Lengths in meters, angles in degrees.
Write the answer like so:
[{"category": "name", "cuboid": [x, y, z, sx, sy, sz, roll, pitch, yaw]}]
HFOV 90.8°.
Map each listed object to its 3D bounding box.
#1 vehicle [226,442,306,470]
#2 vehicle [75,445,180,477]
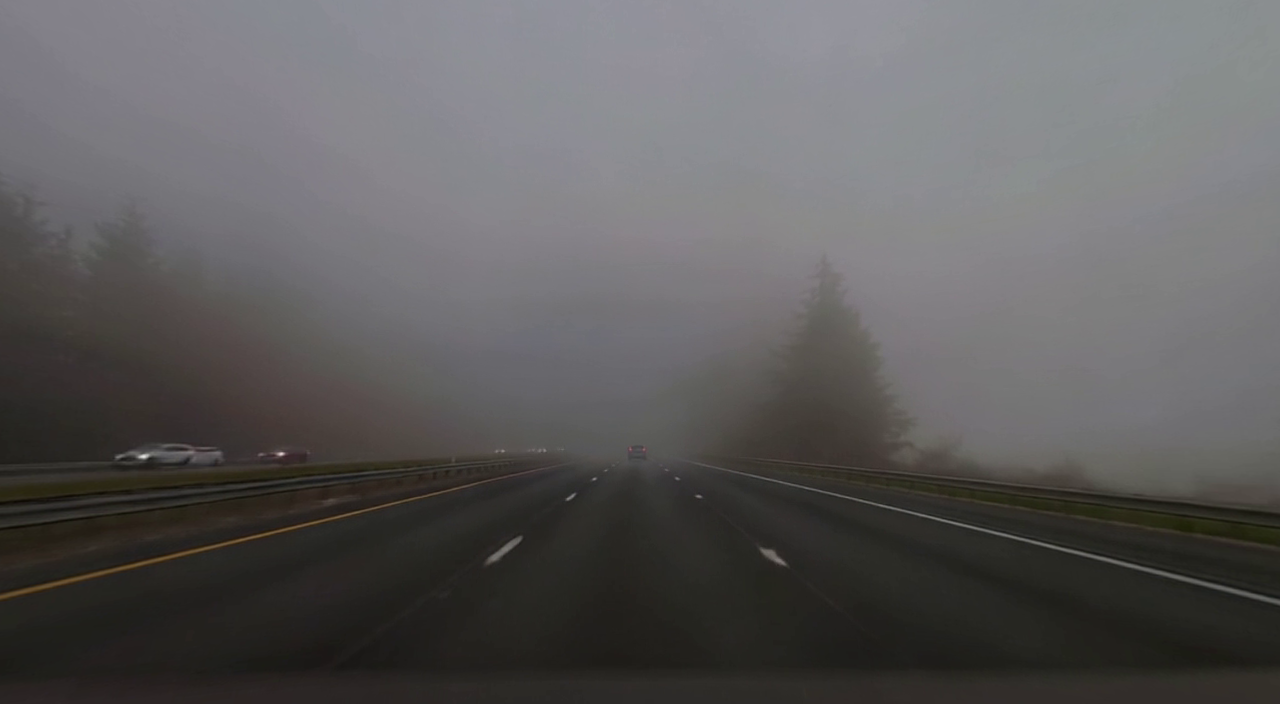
[{"category": "vehicle", "cuboid": [-28.654, 7.961, 48.719, 2.415, 2.004, 6.194, 0, -9, 0]}, {"category": "vehicle", "cuboid": [-32.439, 6.898, 40.258, 2.134, 1.887, 5.345, 0, -9, 0]}]
